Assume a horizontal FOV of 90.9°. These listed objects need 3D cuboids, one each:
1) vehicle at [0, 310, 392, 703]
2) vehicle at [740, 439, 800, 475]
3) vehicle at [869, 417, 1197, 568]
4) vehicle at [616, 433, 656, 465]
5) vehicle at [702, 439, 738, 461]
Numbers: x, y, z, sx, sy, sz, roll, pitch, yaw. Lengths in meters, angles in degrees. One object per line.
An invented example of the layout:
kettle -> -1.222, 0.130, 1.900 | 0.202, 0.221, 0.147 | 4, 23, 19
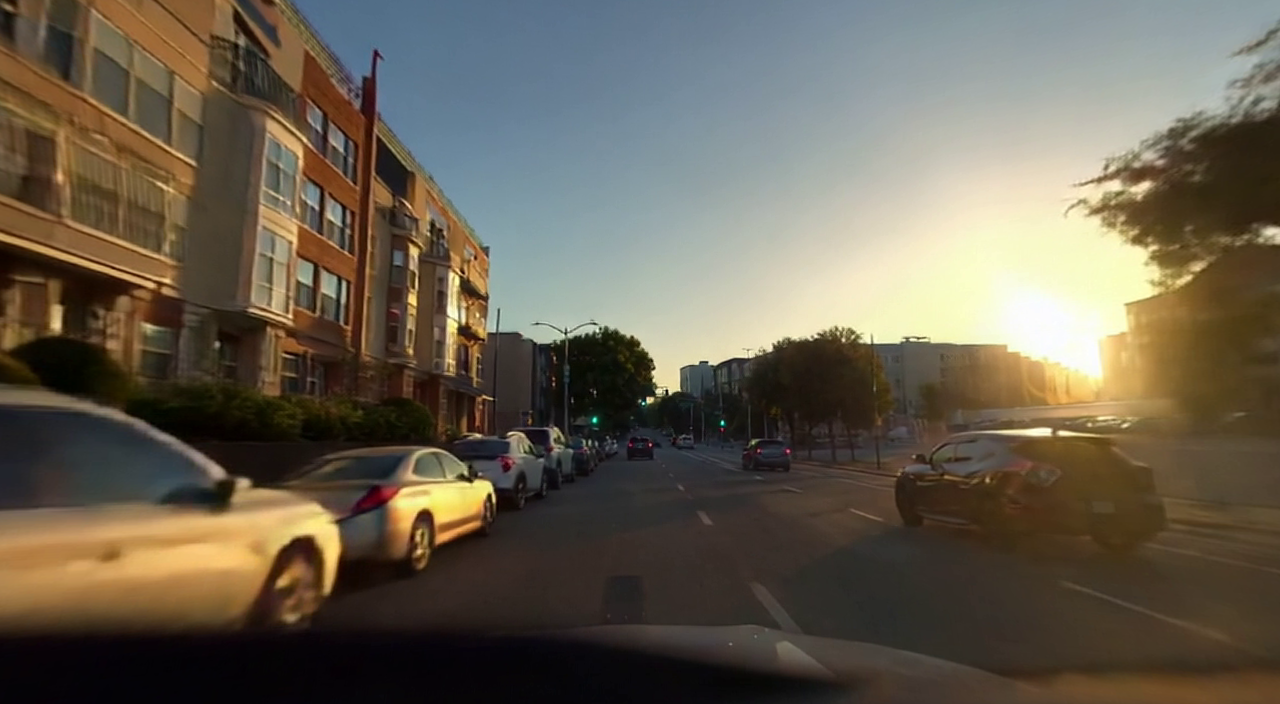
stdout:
vehicle -> -3.004, 0.800, 2.402 | 2.143, 1.687, 4.602 | 0, -8, 1
vehicle -> 5.529, 4.509, 27.283 | 1.799, 1.463, 3.464 | 0, -8, -1
vehicle -> 4.987, 1.816, 8.895 | 1.891, 1.599, 4.173 | 0, -8, 0
vehicle -> -0.199, 5.458, 35.498 | 2.122, 1.689, 3.885 | 0, -8, 0
vehicle -> 5.650, 6.968, 44.899 | 1.917, 1.467, 4.452 | 0, -8, -1
